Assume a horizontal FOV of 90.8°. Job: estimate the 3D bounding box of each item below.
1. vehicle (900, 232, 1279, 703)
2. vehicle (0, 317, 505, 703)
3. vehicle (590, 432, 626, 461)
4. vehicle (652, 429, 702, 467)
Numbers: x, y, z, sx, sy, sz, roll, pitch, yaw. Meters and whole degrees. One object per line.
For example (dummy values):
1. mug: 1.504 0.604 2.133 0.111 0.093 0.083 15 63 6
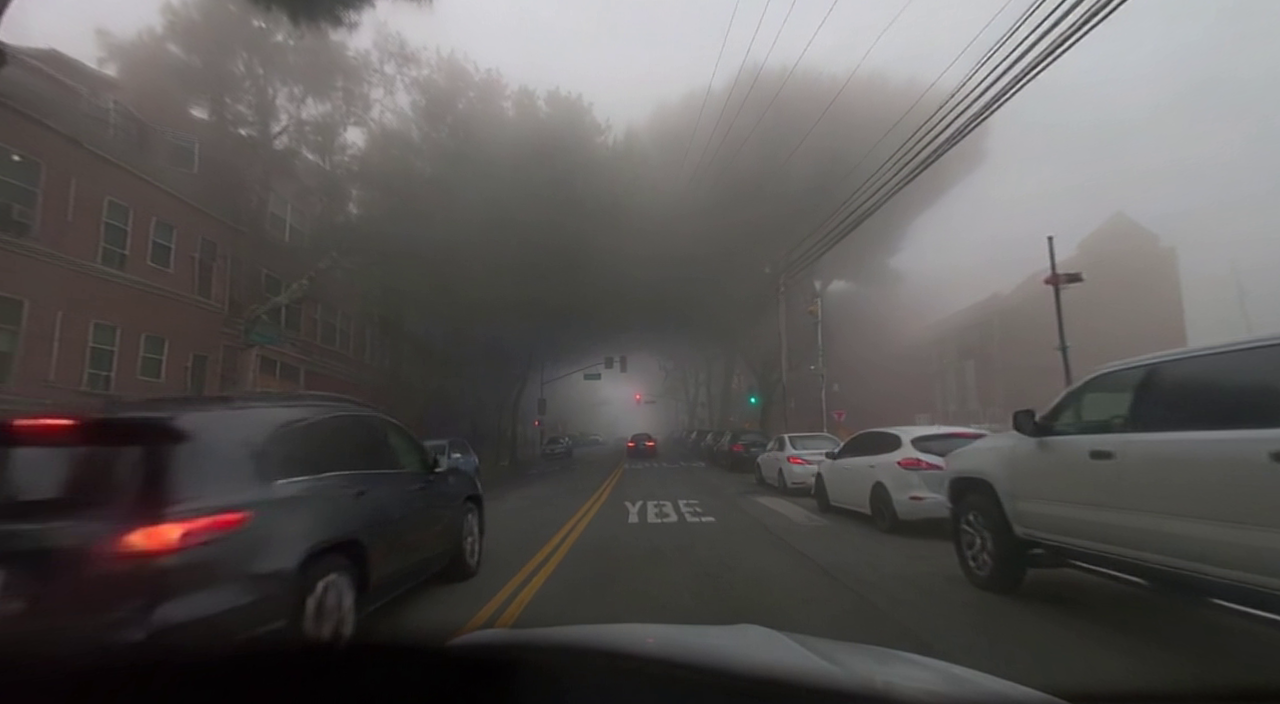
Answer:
1. vehicle: 3.699 0.658 3.174 2.356 2.043 5.791 -1 -8 1
2. vehicle: -2.818 1.184 4.615 2.333 1.832 5.200 -1 -8 2
3. vehicle: -1.988 5.941 39.793 1.979 1.723 3.849 -1 -8 1
4. vehicle: 1.810 4.507 29.612 2.111 1.619 4.077 -1 -8 6
